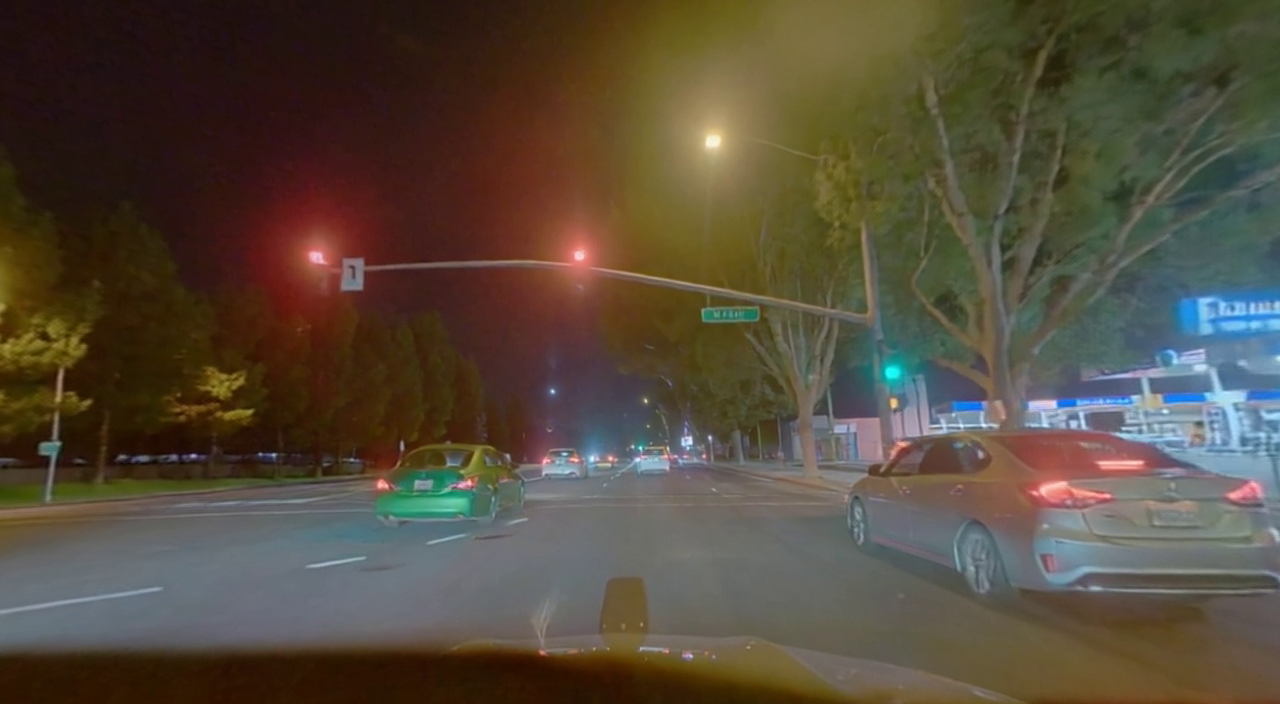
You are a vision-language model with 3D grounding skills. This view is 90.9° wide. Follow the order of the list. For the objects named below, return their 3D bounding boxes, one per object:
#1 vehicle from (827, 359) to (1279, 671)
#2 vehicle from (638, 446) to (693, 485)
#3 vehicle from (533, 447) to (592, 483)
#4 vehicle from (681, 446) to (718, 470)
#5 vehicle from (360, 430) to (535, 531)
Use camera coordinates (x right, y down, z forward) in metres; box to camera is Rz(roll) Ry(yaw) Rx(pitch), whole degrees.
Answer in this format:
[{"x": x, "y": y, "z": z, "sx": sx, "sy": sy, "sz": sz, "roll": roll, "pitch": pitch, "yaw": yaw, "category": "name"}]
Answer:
[{"x": 3.482, "y": 1.273, "z": 6.019, "sx": 1.992, "sy": 1.805, "sz": 4.549, "roll": 0, "pitch": -8, "yaw": 0, "category": "vehicle"}, {"x": 0.942, "y": 4.517, "z": 25.394, "sx": 1.994, "sy": 1.433, "sz": 3.894, "roll": 0, "pitch": -8, "yaw": 0, "category": "vehicle"}, {"x": -3.372, "y": 5.022, "z": 28.269, "sx": 1.995, "sy": 1.436, "sz": 4.500, "roll": 0, "pitch": -8, "yaw": 1, "category": "vehicle"}, {"x": 3.858, "y": 6.945, "z": 41.489, "sx": 1.920, "sy": 1.479, "sz": 4.548, "roll": 0, "pitch": -8, "yaw": -1, "category": "vehicle"}, {"x": -3.671, "y": 2.541, "z": 13.182, "sx": 2.023, "sy": 1.687, "sz": 4.874, "roll": -1, "pitch": -8, "yaw": 1, "category": "vehicle"}]
